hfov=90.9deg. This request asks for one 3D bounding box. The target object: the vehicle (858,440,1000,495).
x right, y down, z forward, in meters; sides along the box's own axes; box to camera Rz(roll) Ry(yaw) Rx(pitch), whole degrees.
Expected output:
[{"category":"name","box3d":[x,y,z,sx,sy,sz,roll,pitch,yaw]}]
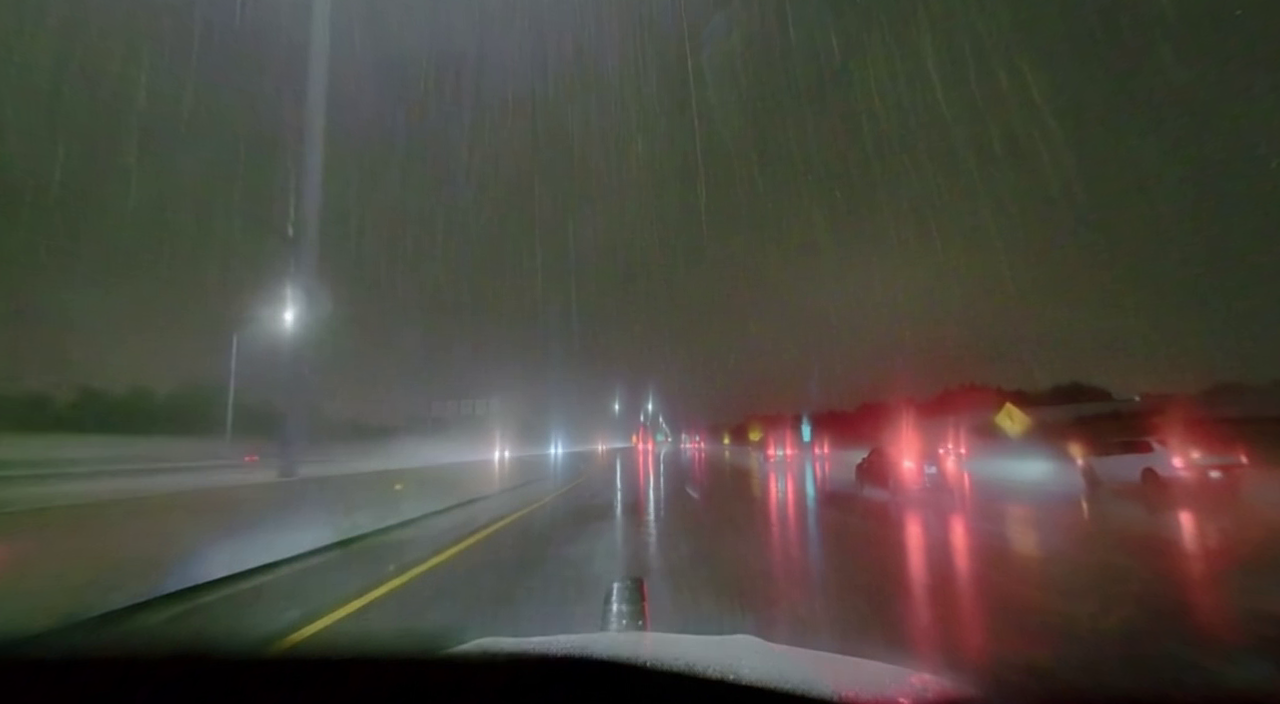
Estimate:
[{"category":"vehicle","box3d":[8.883,3.577,19.972,2.093,1.525,4.865,0,-9,-1]}]

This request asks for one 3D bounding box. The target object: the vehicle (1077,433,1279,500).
[{"category":"vehicle","box3d":[15.376,3.231,18.226,2.116,1.674,4.566,0,-9,-1]}]
